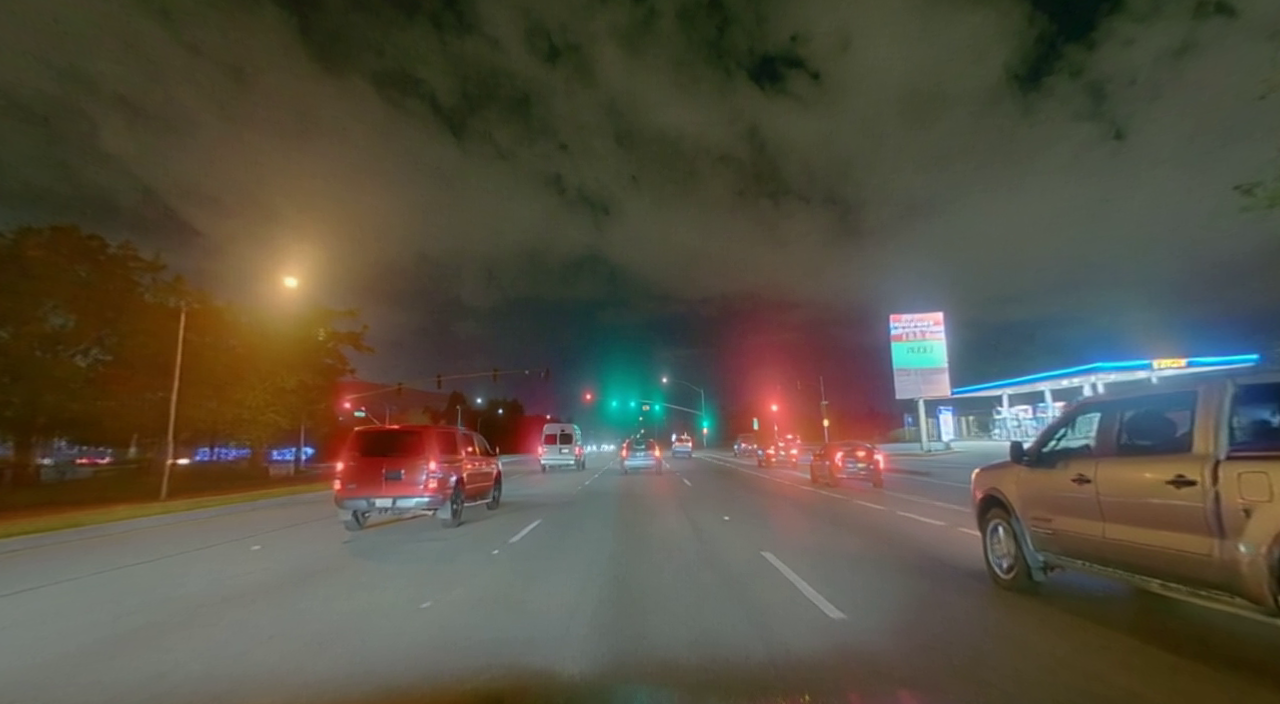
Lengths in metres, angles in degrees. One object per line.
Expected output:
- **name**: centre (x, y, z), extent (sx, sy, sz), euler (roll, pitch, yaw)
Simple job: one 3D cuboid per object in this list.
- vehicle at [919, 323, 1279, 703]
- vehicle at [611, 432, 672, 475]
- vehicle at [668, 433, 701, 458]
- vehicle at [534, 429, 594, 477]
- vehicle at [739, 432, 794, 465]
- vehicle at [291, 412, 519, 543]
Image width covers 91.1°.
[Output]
- **vehicle**: centre (3.778, 0.929, 3.703), extent (2.055, 1.786, 4.817), euler (0, -8, 1)
- **vehicle**: centre (0.064, 4.501, 27.966), extent (2.426, 1.703, 5.602), euler (0, -8, 0)
- **vehicle**: centre (3.481, 7.417, 49.763), extent (2.193, 1.795, 5.130), euler (0, -8, 0)
- **vehicle**: centre (-3.311, 4.533, 28.437), extent (2.025, 1.936, 4.995), euler (0, -8, 1)
- **vehicle**: centre (7.065, 5.461, 35.567), extent (2.119, 1.696, 4.623), euler (0, -8, 0)
- **vehicle**: centre (-3.681, 2.082, 11.138), extent (2.002, 1.747, 5.173), euler (0, -8, 0)
